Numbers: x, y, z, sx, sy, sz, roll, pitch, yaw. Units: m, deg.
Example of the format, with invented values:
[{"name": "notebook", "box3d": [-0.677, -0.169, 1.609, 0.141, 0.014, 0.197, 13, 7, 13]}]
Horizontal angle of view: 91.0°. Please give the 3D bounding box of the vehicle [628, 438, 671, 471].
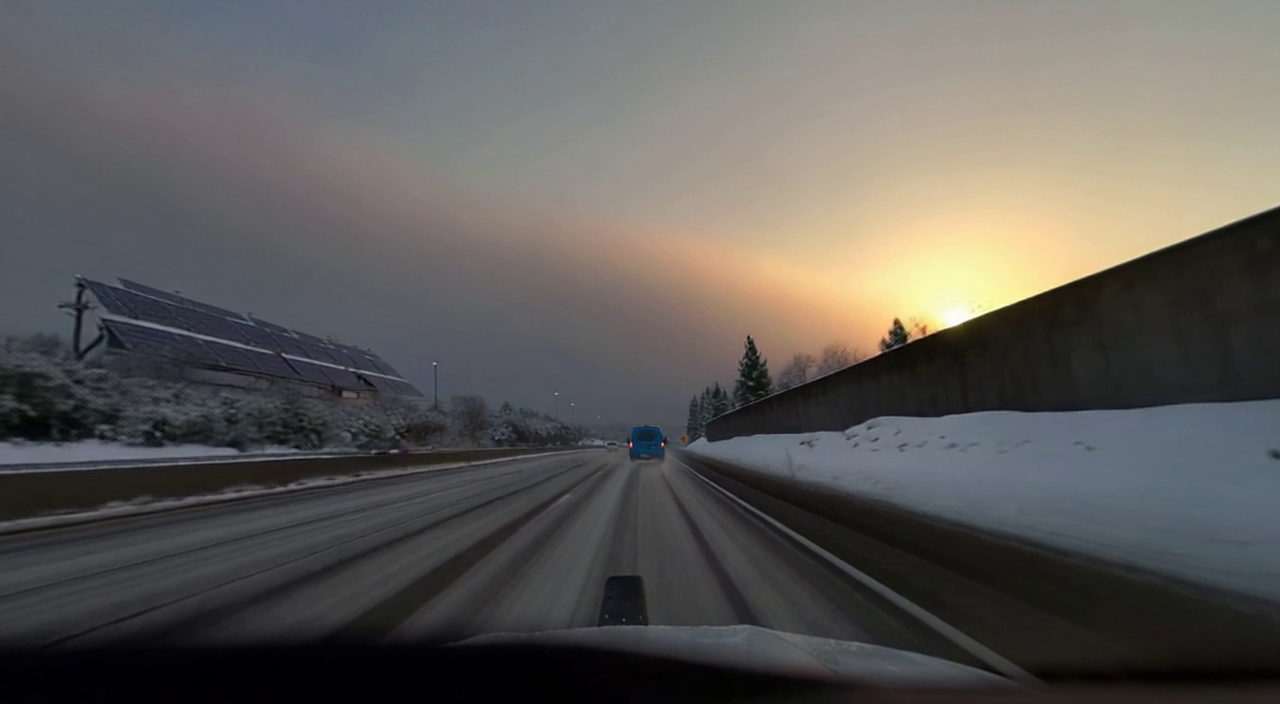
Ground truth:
[{"name": "vehicle", "box3d": [0.457, 5.003, 30.887, 1.997, 1.484, 3.409, 0, -8, 1]}]
